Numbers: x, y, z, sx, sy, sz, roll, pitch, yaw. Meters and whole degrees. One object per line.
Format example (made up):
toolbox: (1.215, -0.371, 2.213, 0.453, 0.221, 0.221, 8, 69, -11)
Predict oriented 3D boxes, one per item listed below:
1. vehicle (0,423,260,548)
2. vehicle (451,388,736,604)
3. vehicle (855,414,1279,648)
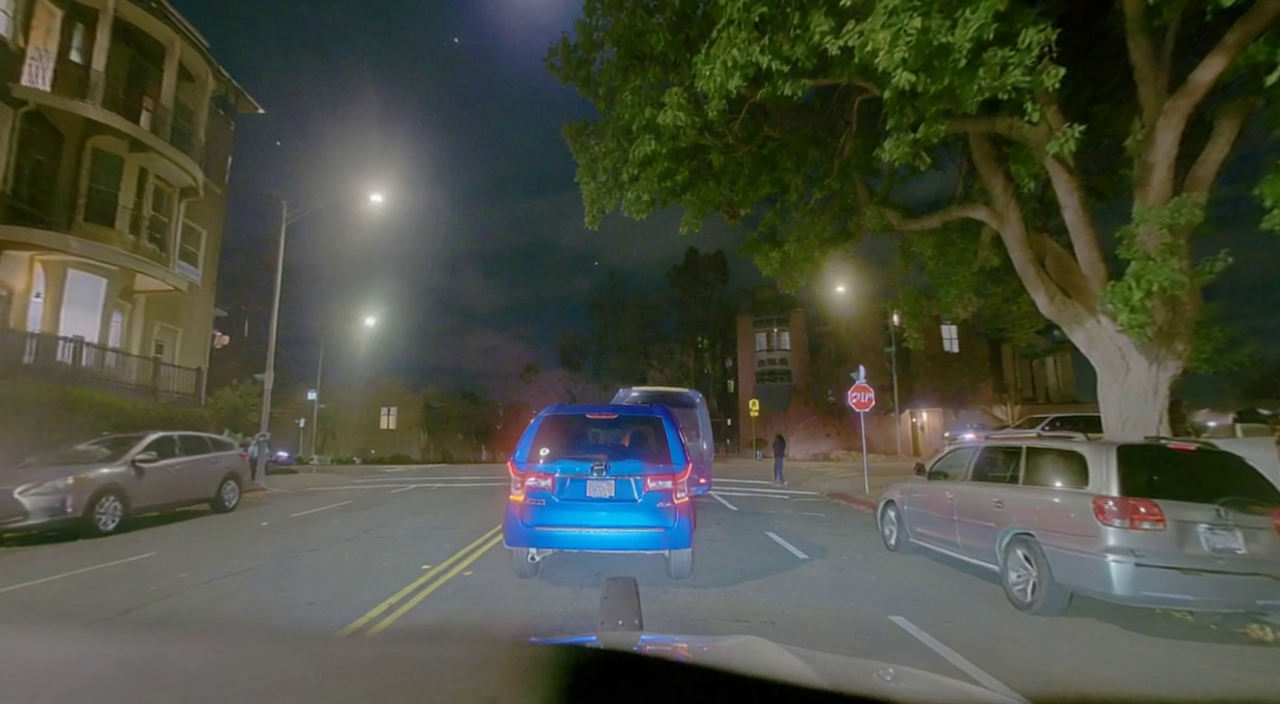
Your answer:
vehicle: (-8.291, 1.974, 10.049, 1.825, 1.532, 4.083, -3, -7, 1)
vehicle: (-0.390, 1.548, 7.669, 2.377, 1.787, 4.652, 0, -8, 0)
vehicle: (4.219, 1.646, 6.898, 1.959, 1.581, 4.731, 4, -9, -2)
